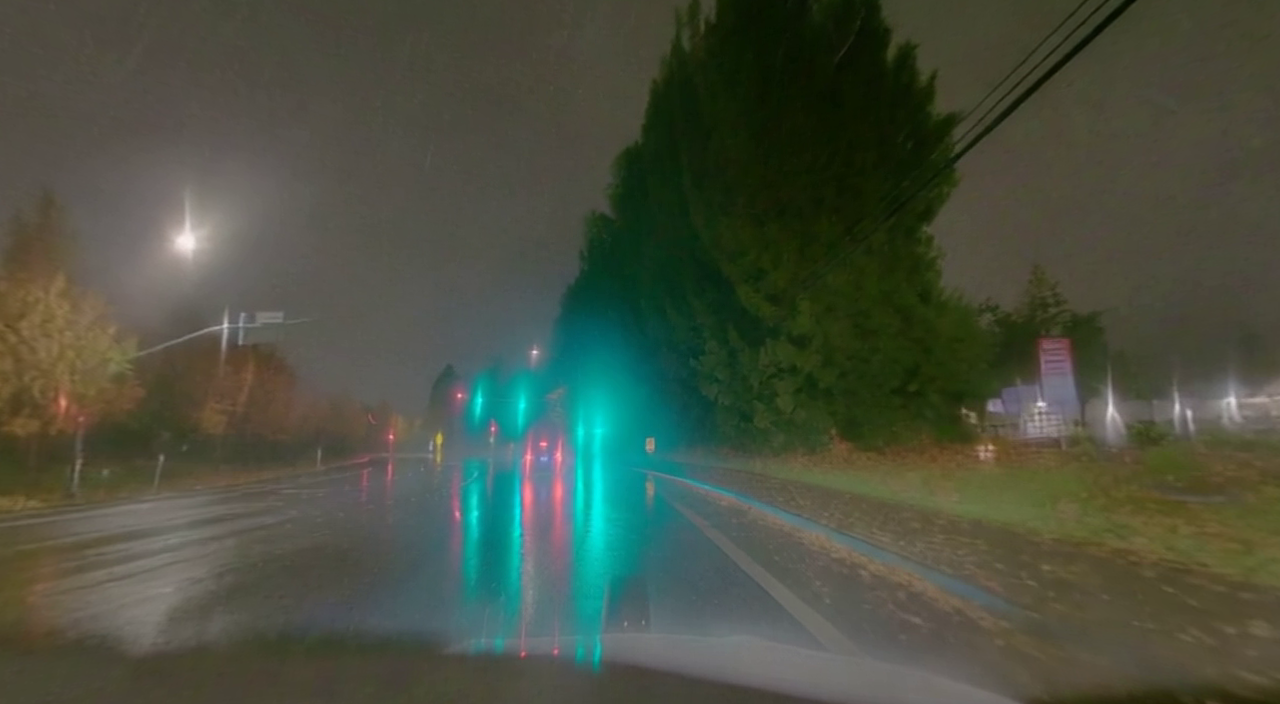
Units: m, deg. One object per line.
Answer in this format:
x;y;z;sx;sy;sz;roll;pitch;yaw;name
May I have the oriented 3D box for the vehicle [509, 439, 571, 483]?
-3.899;4.161;24.486;2.148;1.521;4.089;1;-8;-10;vehicle
